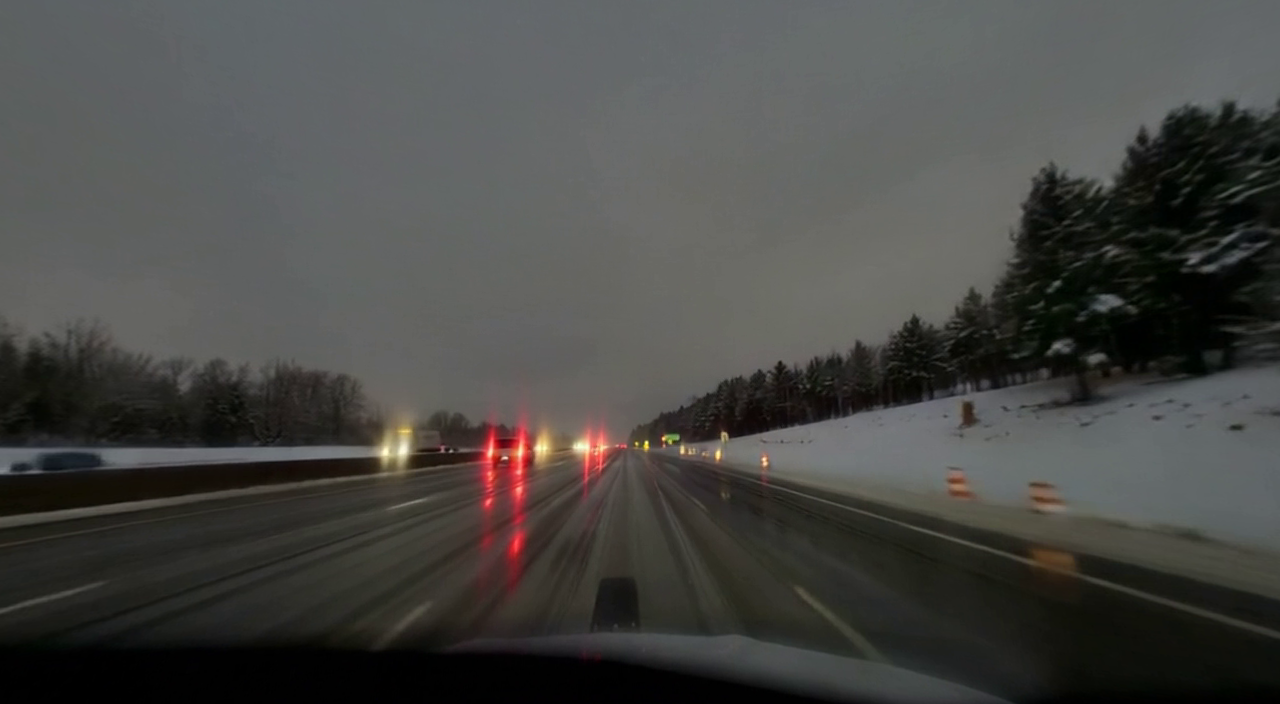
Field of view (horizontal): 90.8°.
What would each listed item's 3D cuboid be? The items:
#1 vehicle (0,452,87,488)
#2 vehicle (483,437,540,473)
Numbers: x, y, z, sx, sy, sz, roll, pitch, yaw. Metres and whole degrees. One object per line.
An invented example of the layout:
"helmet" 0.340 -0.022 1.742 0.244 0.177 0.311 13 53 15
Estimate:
"vehicle" -27.457 5.181 27.977 1.753 1.443 4.600 0 -9 -1
"vehicle" -6.638 5.387 33.128 2.036 1.758 4.529 0 -9 0
